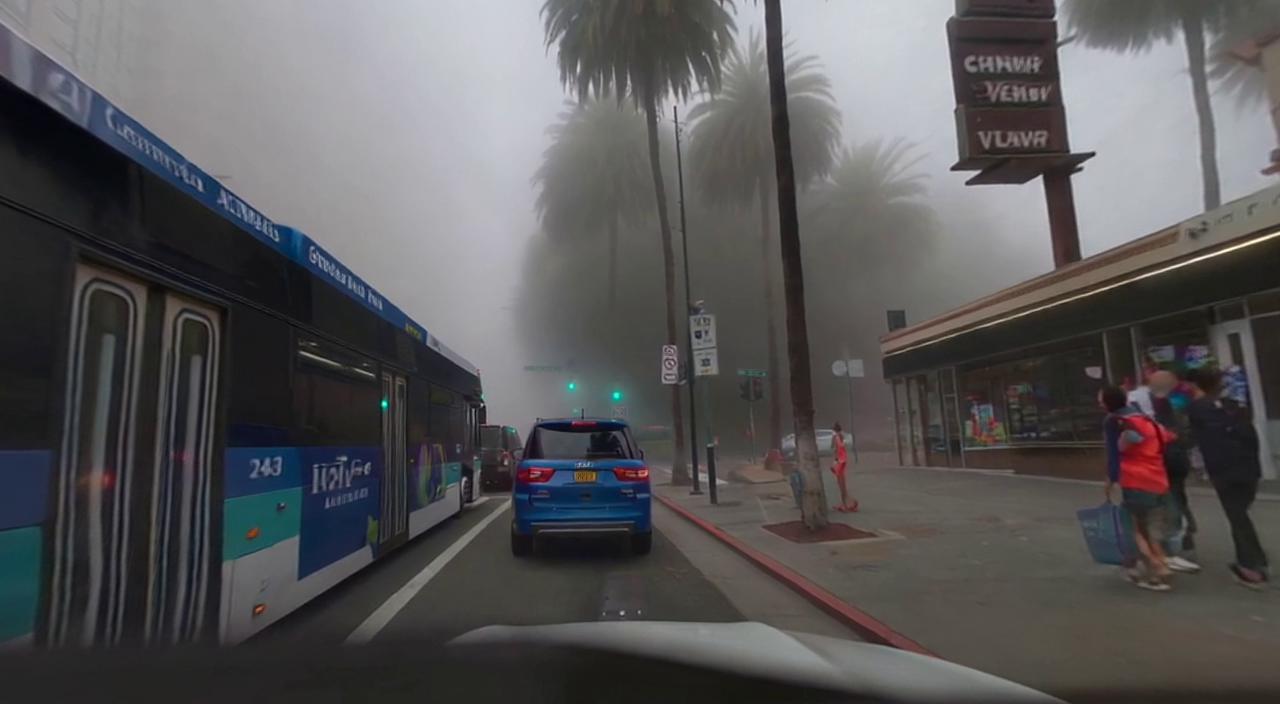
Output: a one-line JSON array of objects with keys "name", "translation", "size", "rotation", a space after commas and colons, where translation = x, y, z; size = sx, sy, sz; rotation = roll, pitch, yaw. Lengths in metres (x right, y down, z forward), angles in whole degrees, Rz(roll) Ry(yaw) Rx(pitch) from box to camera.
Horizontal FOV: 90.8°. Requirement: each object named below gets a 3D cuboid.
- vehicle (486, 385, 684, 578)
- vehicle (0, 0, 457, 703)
[{"name": "vehicle", "translation": [-0.882, 1.614, 8.577], "size": [2.002, 1.907, 4.211], "rotation": [2, -9, -9]}, {"name": "vehicle", "translation": [-3.864, 0.293, 4.021], "size": [2.863, 3.233, 11.573], "rotation": [1, -8, -5]}]
